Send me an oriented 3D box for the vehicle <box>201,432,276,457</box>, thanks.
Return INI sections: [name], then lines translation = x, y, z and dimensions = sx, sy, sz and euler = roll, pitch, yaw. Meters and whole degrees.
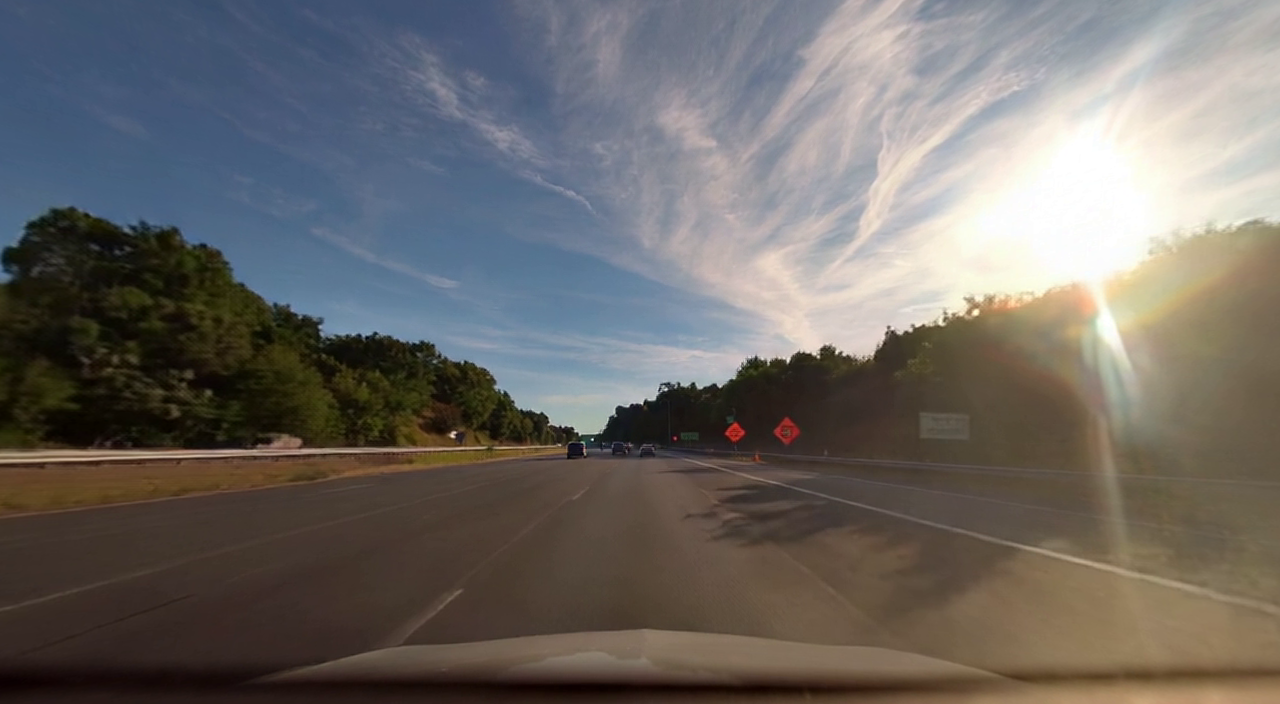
[vehicle]
translation = -24.104, 5.562, 38.015
dimensions = 1.852, 1.403, 3.920
euler = 0, -8, 1
